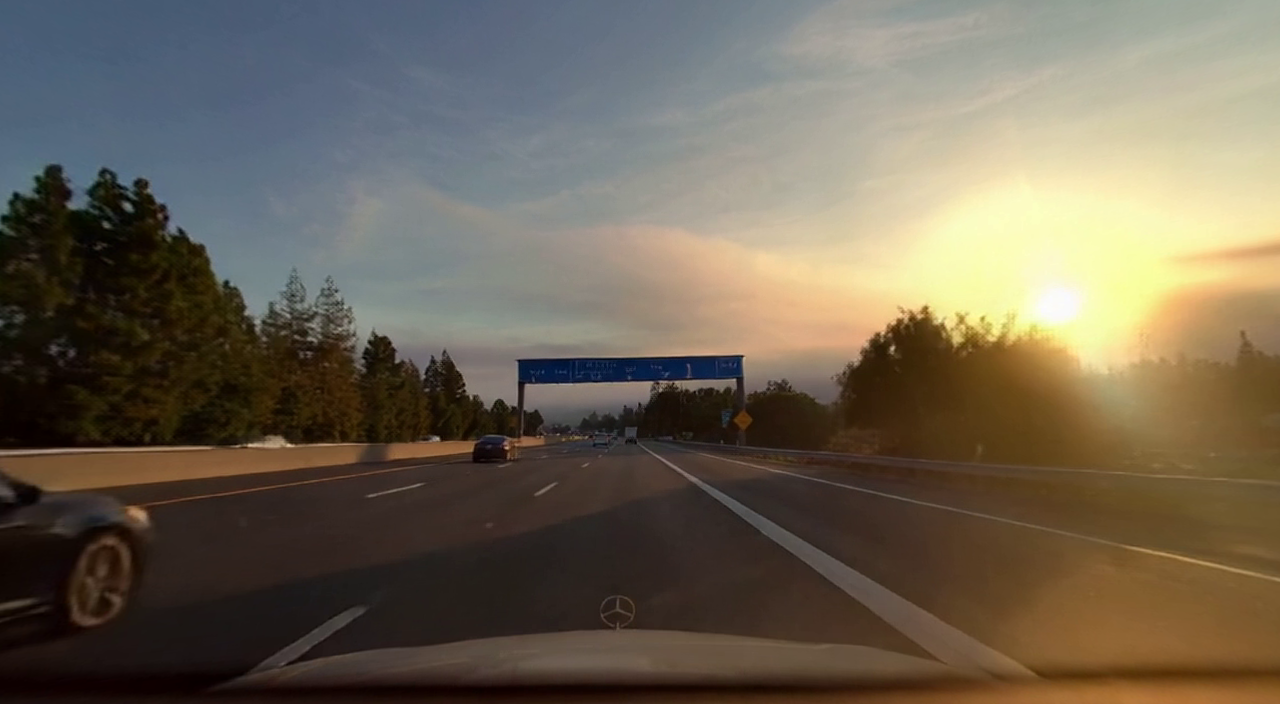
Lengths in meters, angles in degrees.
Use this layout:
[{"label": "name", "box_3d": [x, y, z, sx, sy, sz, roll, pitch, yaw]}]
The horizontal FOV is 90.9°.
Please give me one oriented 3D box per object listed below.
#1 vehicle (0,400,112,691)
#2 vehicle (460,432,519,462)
[{"label": "vehicle", "box_3d": [-4.249, 0.841, 2.026, 1.912, 1.495, 3.703, 0, -8, -1]}, {"label": "vehicle", "box_3d": [-8.487, 5.360, 36.035, 2.092, 1.574, 5.251, 0, -8, 0]}]
